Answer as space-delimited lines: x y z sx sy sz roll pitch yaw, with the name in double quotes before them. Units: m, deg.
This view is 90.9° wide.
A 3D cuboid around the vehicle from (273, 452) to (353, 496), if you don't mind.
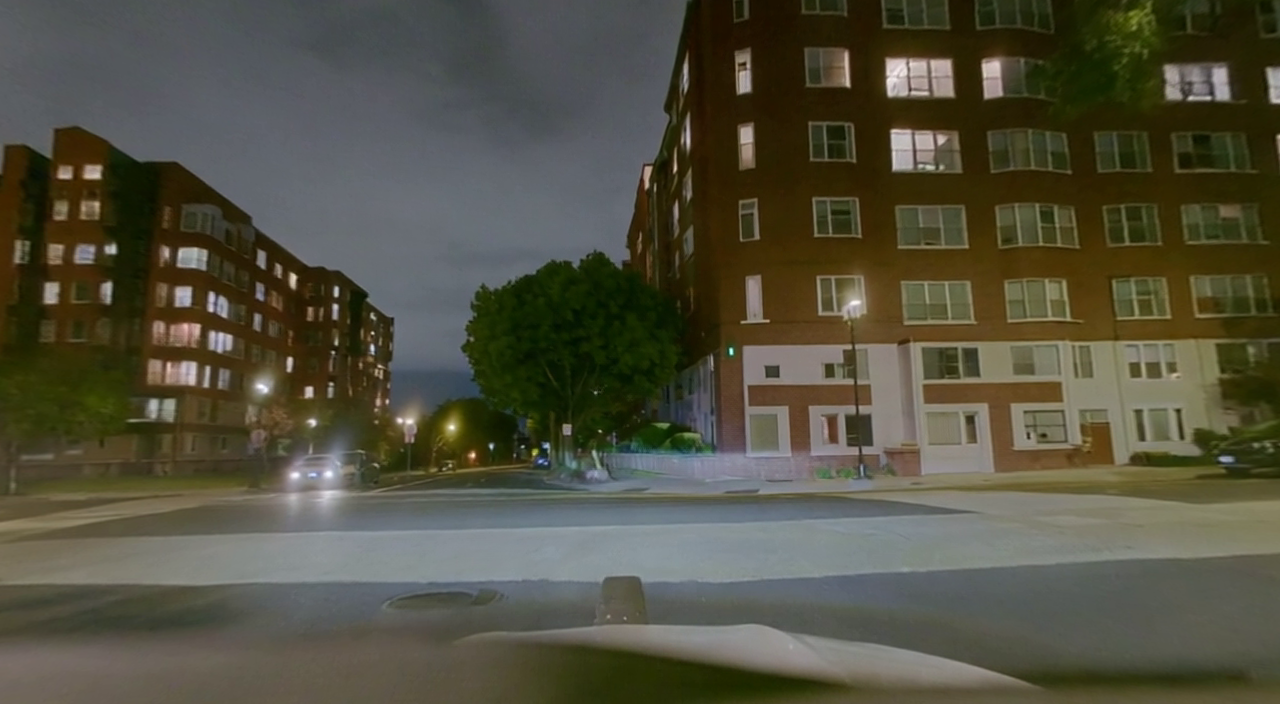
"vehicle" -13.187 4.881 25.701 2.027 1.475 4.522 0 -8 -16
